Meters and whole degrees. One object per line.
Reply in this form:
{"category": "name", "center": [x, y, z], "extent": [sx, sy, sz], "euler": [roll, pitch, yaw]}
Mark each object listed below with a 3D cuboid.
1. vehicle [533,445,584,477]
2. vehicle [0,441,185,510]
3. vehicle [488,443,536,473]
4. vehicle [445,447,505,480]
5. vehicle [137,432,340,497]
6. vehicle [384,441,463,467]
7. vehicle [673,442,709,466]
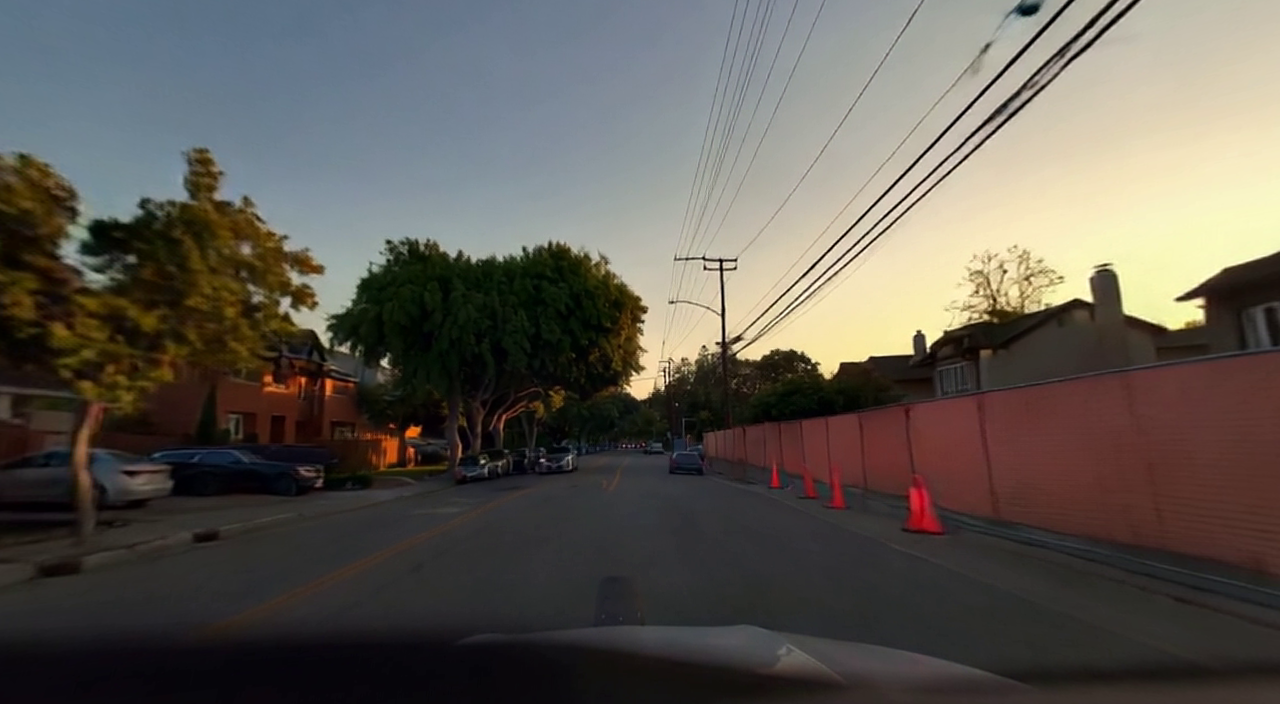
{"category": "vehicle", "center": [-4.319, 5.817, 34.076], "extent": [2.068, 1.543, 4.523], "euler": [-2, -9, 1]}
{"category": "vehicle", "center": [-13.817, 2.929, 15.271], "extent": [4.268, 1.496, 1.844], "euler": [5, -10, -29]}
{"category": "vehicle", "center": [-8.174, 6.809, 40.790], "extent": [2.055, 1.806, 4.540], "euler": [-1, -9, 2]}
{"category": "vehicle", "center": [-8.299, 5.649, 32.216], "extent": [2.041, 1.480, 4.474], "euler": [-2, -9, -2]}
{"category": "vehicle", "center": [-12.337, 3.489, 19.742], "extent": [4.780, 1.867, 2.108], "euler": [1, -9, -3]}
{"category": "vehicle", "center": [-15.415, 7.293, 45.171], "extent": [4.833, 1.831, 2.066], "euler": [0, -9, -1]}
{"category": "vehicle", "center": [3.357, 6.807, 42.191], "extent": [1.902, 1.542, 4.099], "euler": [0, -9, -2]}
